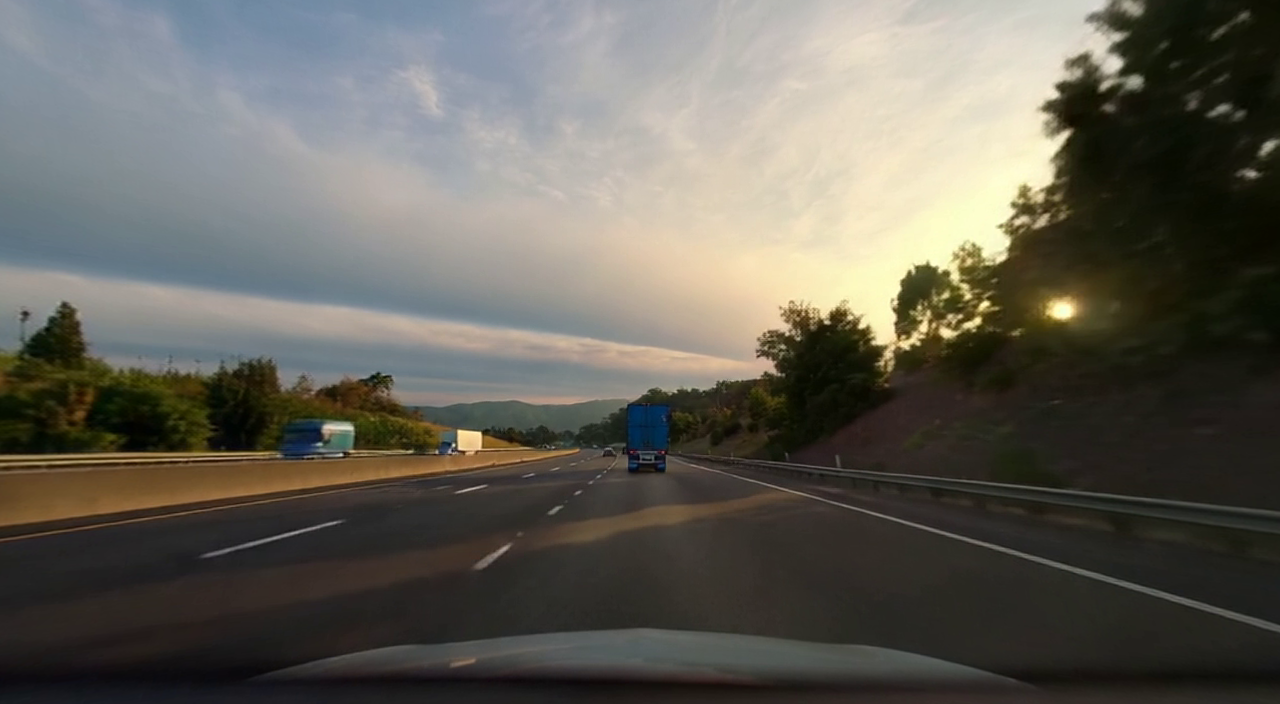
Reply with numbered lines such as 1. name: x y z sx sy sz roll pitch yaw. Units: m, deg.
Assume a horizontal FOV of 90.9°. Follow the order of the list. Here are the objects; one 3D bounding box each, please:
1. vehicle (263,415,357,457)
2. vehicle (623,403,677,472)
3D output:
1. vehicle: -19.998 5.232 38.558 2.270 2.351 5.551 -1 -10 5
2. vehicle: 0.430 5.820 42.222 3.055 4.009 10.972 0 -9 -2
